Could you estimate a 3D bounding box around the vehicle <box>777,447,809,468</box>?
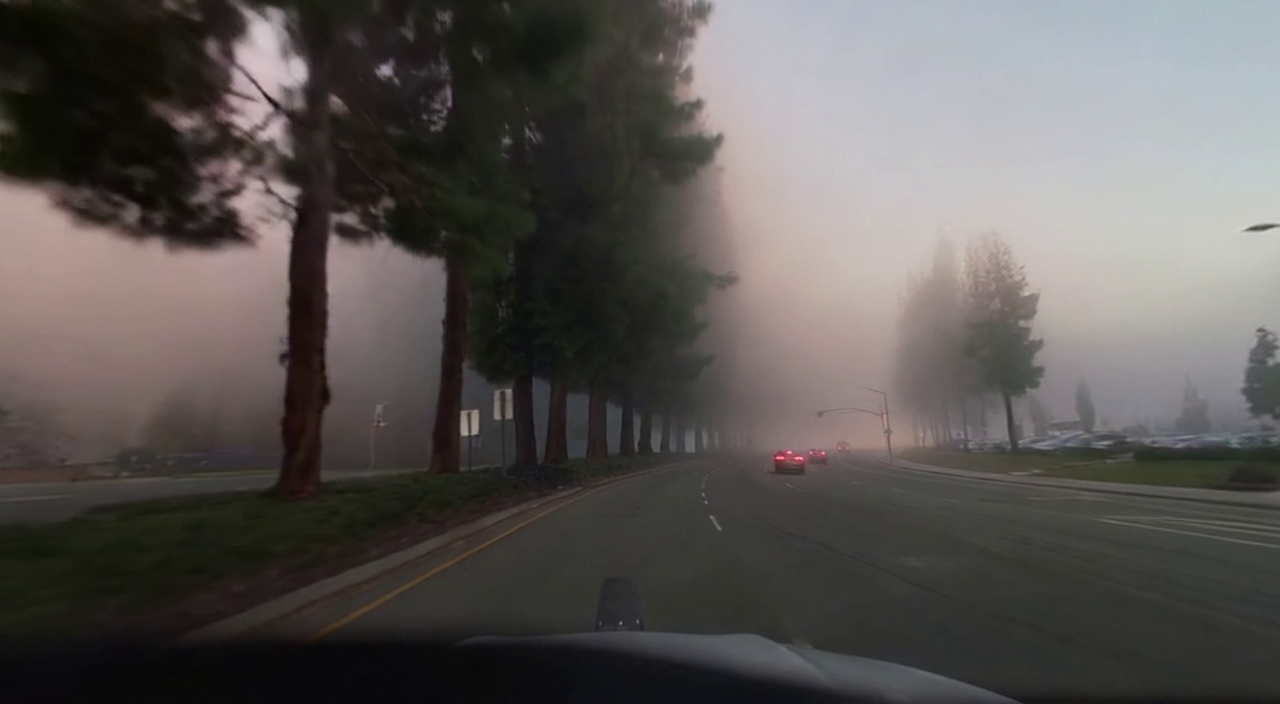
[{"bbox_3d":[11.579,7.965,47.907,1.988,1.460,3.996,-2,-9,9],"label":"vehicle"}]
